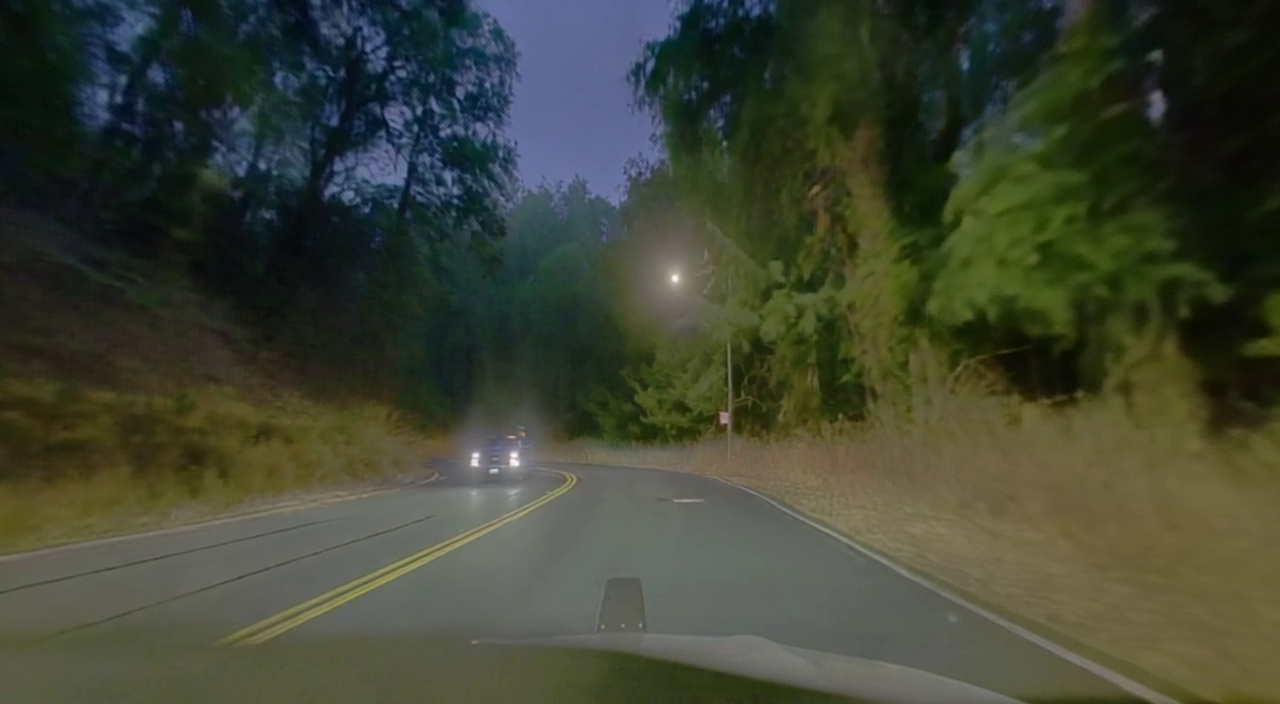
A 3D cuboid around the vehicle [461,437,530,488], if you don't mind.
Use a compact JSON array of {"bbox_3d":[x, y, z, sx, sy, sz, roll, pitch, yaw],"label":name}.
[{"bbox_3d":[-6.150,4.719,27.587,2.546,1.975,5.702,1,-8,-10],"label":"vehicle"}]
